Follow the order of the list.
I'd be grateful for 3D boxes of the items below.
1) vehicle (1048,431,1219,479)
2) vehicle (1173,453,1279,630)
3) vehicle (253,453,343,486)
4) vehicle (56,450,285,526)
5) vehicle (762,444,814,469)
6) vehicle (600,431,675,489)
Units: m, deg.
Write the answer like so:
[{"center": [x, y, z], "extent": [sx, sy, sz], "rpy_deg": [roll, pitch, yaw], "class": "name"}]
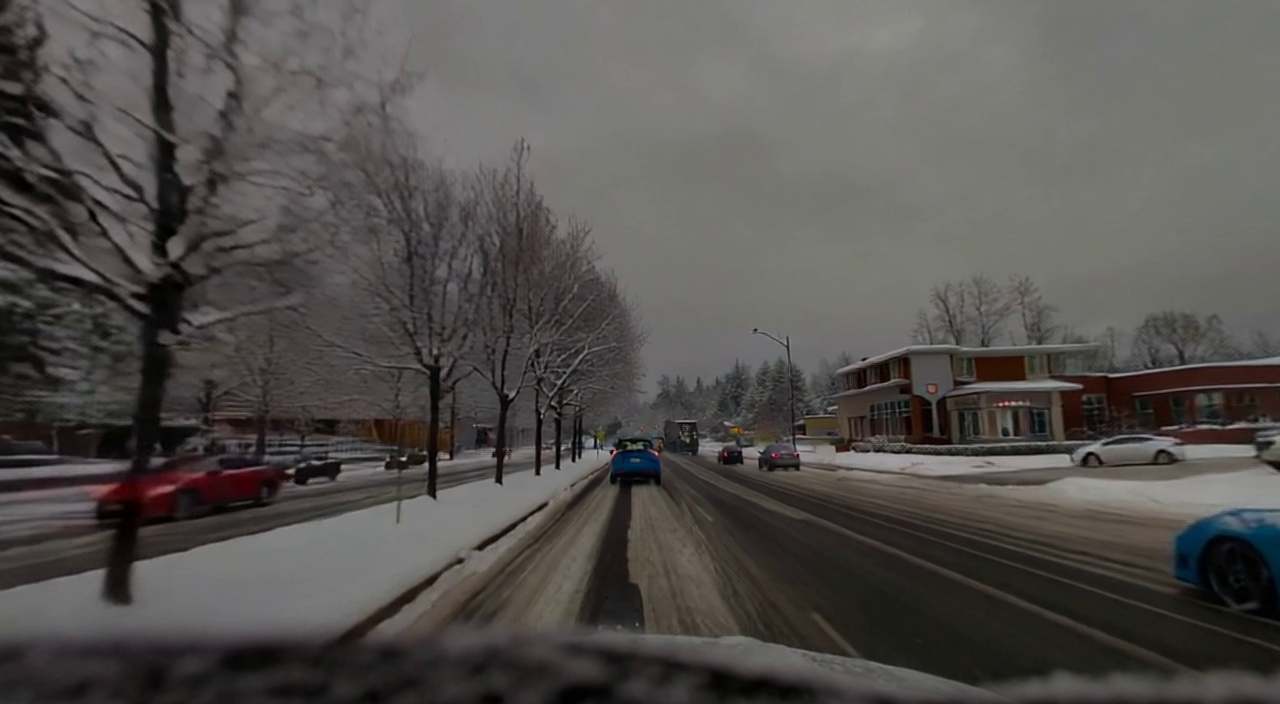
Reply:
[{"center": [19.502, 4.043, 25.120], "extent": [4.932, 1.514, 2.327], "rpy_deg": [-3, -8, -5], "class": "vehicle"}, {"center": [5.909, 1.221, 3.426], "extent": [2.258, 1.294, 4.312], "rpy_deg": [0, -9, 0], "class": "vehicle"}, {"center": [-17.077, 5.859, 31.869], "extent": [1.929, 1.460, 4.668], "rpy_deg": [0, -9, 0], "class": "vehicle"}, {"center": [-10.849, 3.125, 15.179], "extent": [1.900, 1.497, 4.626], "rpy_deg": [0, -9, 0], "class": "vehicle"}, {"center": [9.078, 6.440, 39.074], "extent": [2.045, 1.484, 4.342], "rpy_deg": [0, -9, -2], "class": "vehicle"}, {"center": [-0.118, 3.595, 21.313], "extent": [2.266, 1.762, 4.131], "rpy_deg": [0, -9, -1], "class": "vehicle"}]
